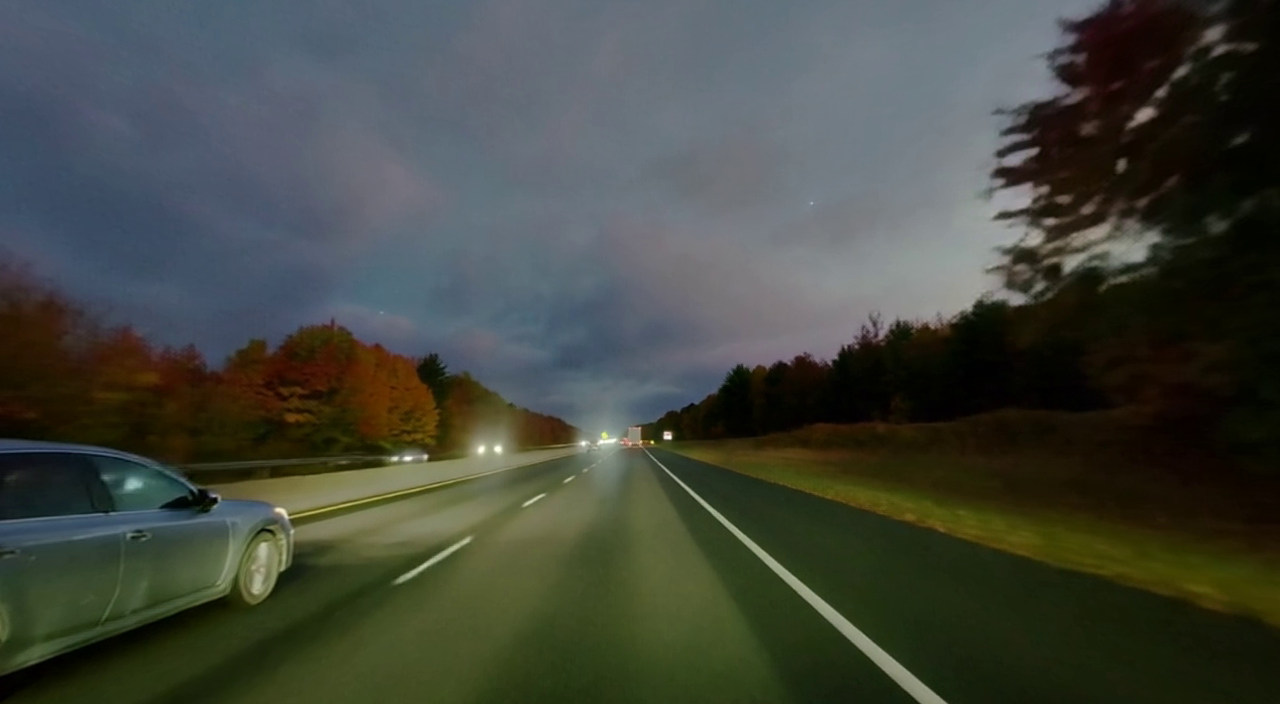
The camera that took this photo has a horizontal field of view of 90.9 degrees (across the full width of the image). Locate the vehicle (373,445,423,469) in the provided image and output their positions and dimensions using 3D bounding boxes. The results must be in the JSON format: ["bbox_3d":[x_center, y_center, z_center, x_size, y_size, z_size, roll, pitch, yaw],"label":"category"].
[{"bbox_3d":[-15.923,6.892,41.617,1.757,1.474,3.876,0,-8,0],"label":"vehicle"}]
